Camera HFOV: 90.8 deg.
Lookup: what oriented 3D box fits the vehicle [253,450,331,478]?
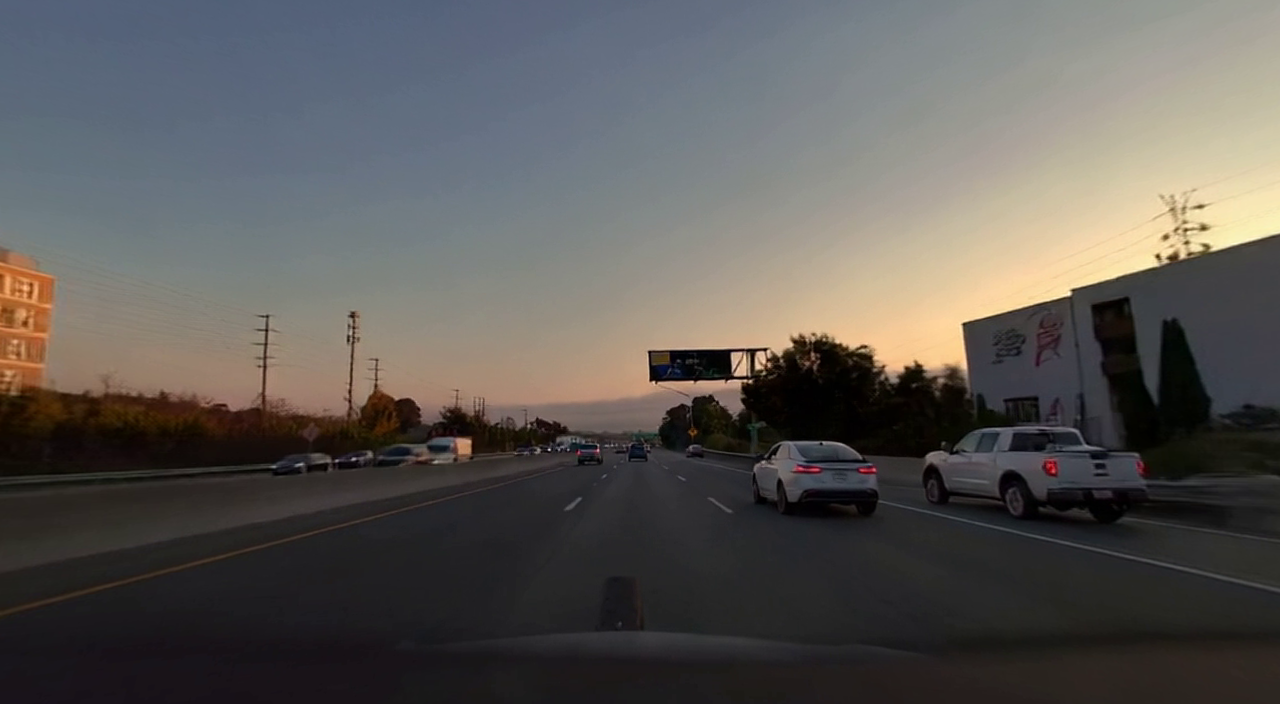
[{"bbox_3d":[-19.976,6.452,36.549,1.851,1.470,4.754,0,-9,-1],"label":"vehicle"}]

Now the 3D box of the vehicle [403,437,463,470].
[{"bbox_3d":[-14.699,7.239,45.280,2.438,2.164,5.666,0,-9,0],"label":"vehicle"}]

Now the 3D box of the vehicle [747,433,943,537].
[{"bbox_3d":[3.420,2.307,11.632,1.987,1.509,4.512,0,-9,-1],"label":"vehicle"}]

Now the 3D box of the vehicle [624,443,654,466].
[{"bbox_3d":[-0.142,7.809,48.235,2.191,1.685,4.015,0,-9,-2],"label":"vehicle"}]

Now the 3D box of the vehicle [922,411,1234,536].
[{"bbox_3d":[7.457,2.132,11.647,2.176,1.793,4.841,0,-9,-1],"label":"vehicle"}]
